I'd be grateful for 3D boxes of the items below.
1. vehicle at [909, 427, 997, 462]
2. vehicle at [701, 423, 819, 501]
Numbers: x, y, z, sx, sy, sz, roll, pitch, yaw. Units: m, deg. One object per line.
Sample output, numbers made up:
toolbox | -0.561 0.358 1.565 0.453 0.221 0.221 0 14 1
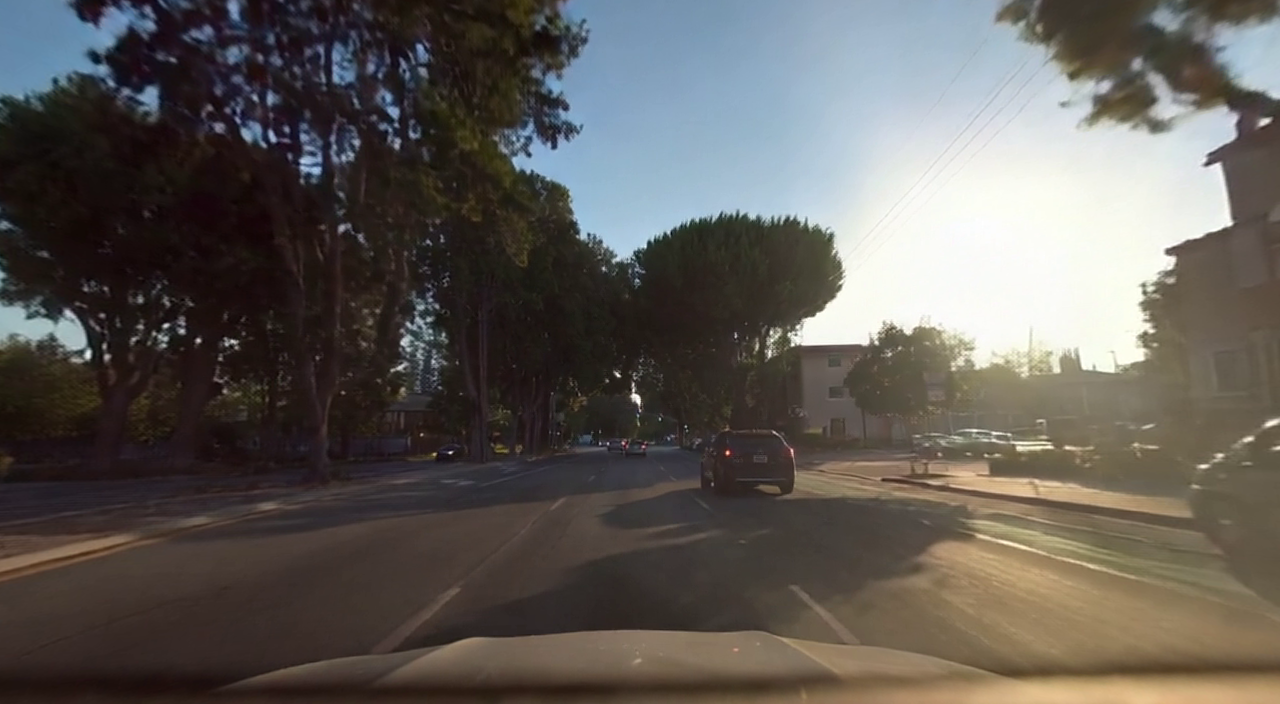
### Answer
vehicle | 17.361 5.187 35.312 2.131 1.782 5.183 0 -8 -2
vehicle | 2.765 2.655 15.503 2.022 1.656 4.025 0 -8 -1
